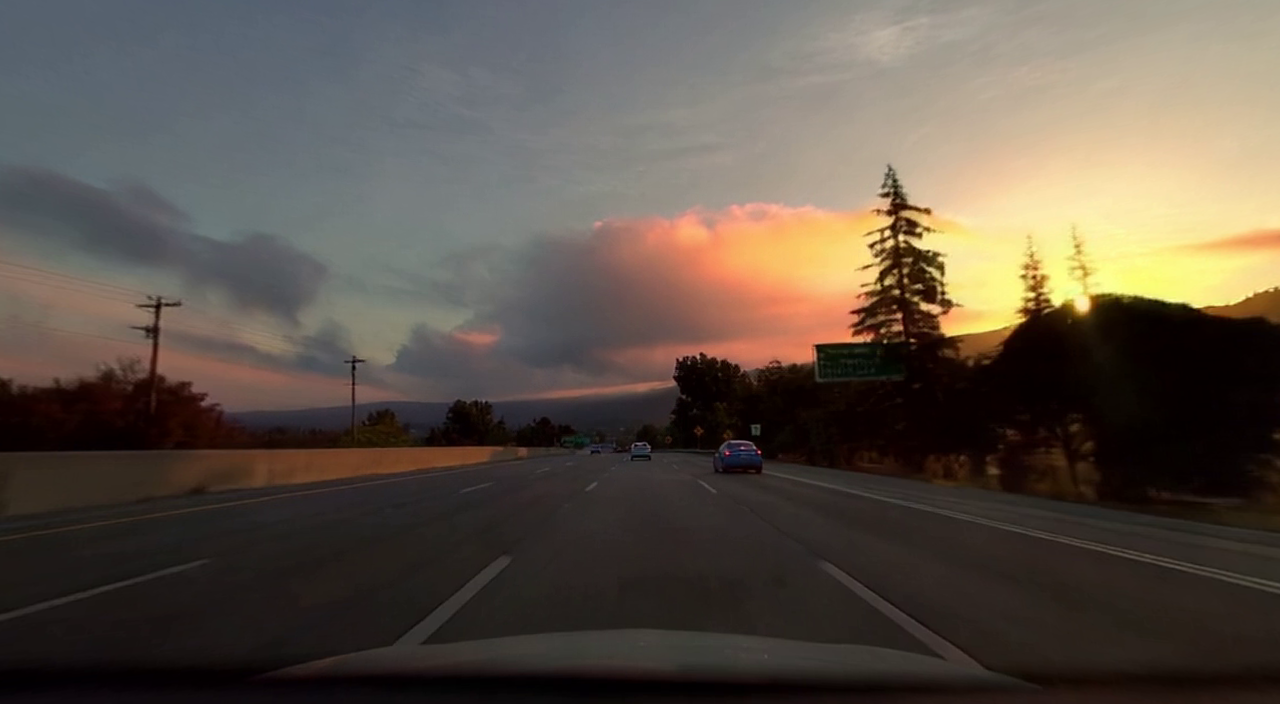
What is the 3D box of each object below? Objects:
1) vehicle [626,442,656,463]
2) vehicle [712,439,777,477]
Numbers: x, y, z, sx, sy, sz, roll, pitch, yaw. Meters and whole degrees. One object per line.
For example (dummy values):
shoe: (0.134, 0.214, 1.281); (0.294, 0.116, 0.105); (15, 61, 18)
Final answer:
vehicle: (0.066, 7.335, 45.777); (2.052, 1.449, 3.857); (0, -8, 0)
vehicle: (4.477, 4.606, 27.585); (2.008, 1.524, 4.598); (0, -8, -1)
